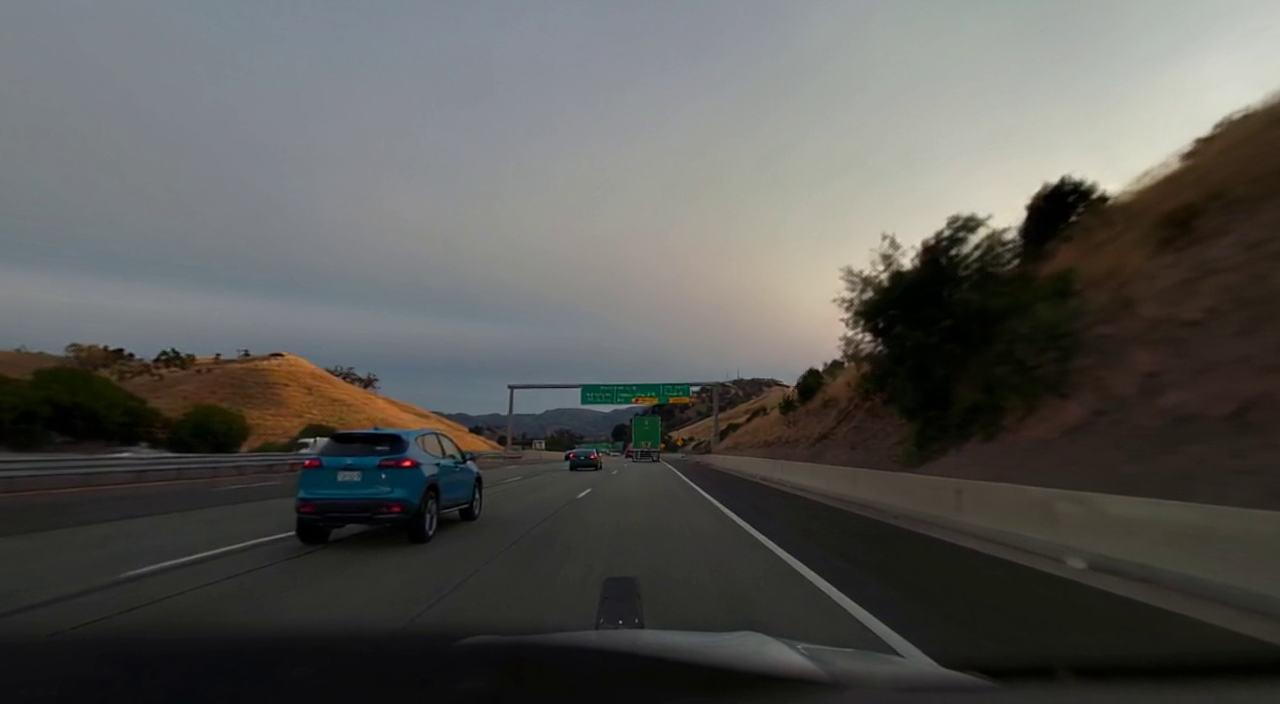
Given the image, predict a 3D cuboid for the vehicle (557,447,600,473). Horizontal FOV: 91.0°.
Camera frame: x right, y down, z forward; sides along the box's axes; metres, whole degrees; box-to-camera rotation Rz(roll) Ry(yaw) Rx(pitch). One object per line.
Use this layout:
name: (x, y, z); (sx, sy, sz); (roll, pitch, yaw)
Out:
vehicle: (-3.744, 6.629, 39.026); (2.101, 1.476, 4.471); (0, -9, 1)

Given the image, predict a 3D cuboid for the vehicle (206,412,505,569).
vehicle: (-3.702, 1.907, 9.458); (2.194, 1.725, 4.698); (0, -9, 1)
